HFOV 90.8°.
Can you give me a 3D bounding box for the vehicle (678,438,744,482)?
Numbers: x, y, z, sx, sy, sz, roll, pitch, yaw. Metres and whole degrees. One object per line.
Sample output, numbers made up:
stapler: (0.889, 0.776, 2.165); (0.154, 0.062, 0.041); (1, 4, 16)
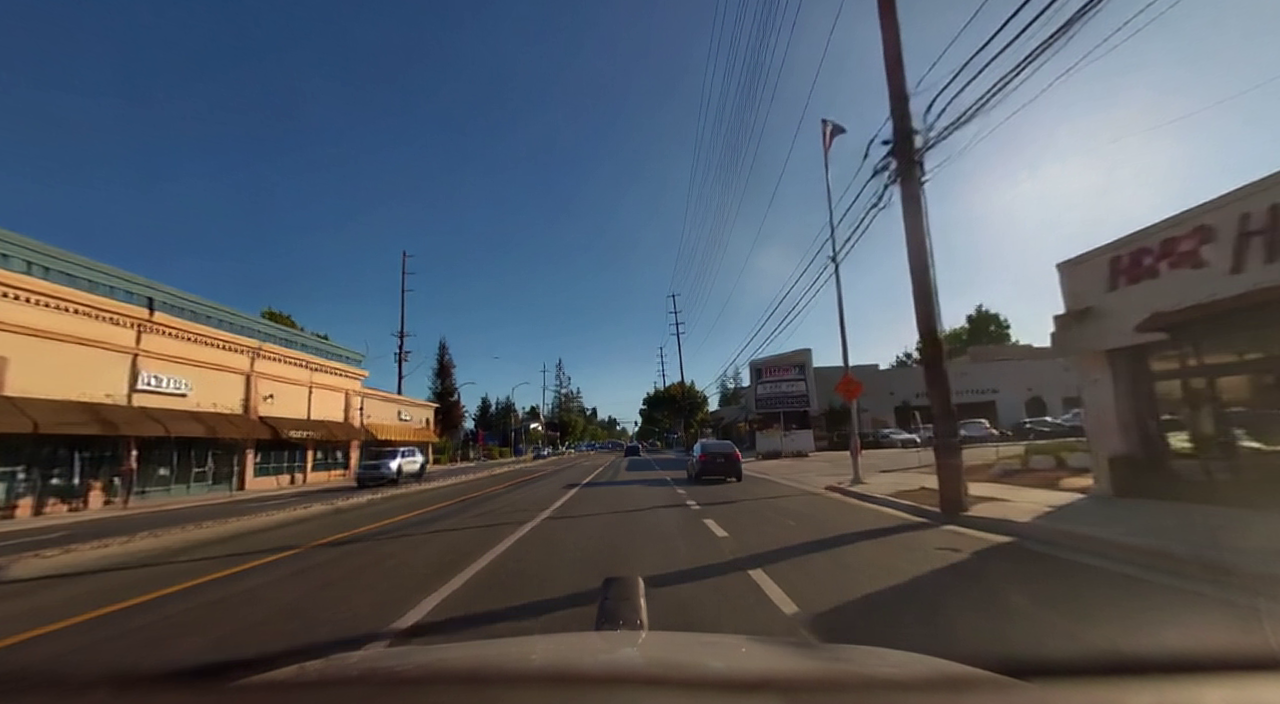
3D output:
vehicle: (2.593, 4.037, 23.821); (1.975, 1.497, 3.647); (0, -9, -1)
